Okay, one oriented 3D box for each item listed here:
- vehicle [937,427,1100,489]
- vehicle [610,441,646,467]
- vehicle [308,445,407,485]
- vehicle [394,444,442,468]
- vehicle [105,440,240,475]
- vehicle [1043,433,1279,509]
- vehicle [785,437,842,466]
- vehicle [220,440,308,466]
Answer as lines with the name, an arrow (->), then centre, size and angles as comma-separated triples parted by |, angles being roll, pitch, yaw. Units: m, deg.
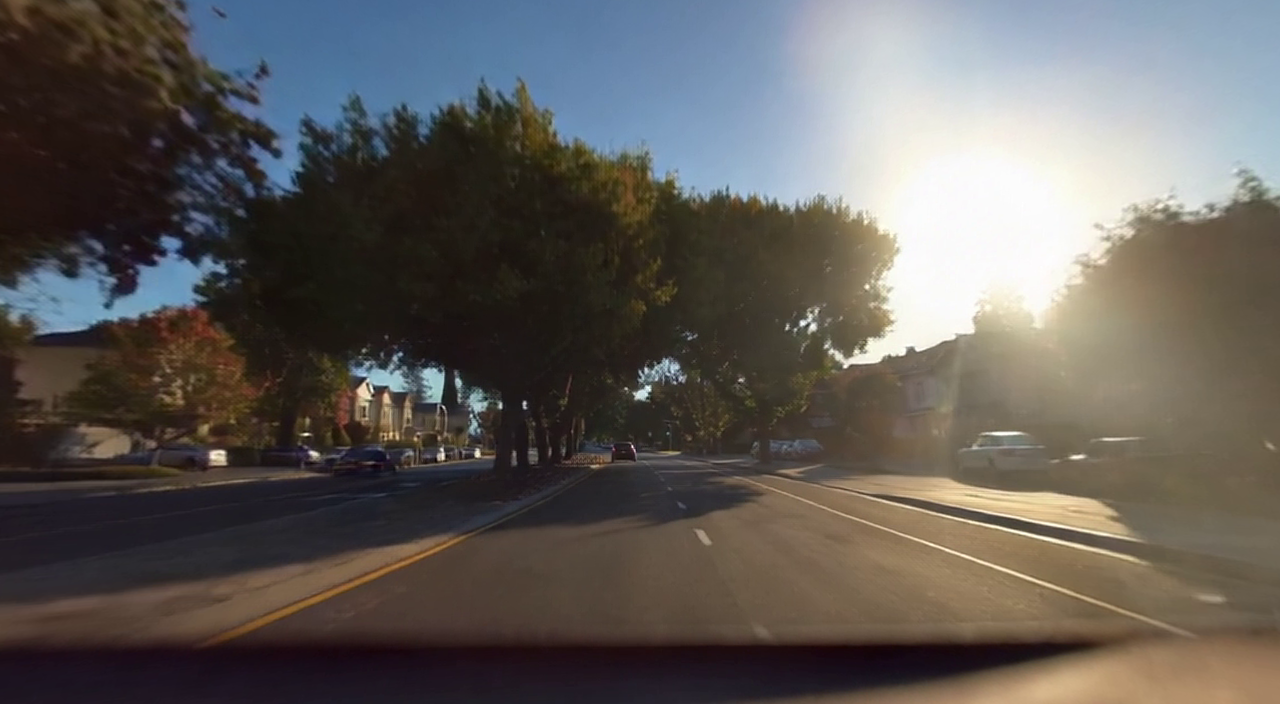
vehicle -> 11.562, 3.275, 19.767 | 2.156, 1.689, 4.774 | 0, -9, 1
vehicle -> -0.761, 6.252, 38.805 | 2.113, 1.462, 4.203 | 0, -9, -2
vehicle -> -11.119, 4.437, 25.181 | 1.910, 1.431, 4.426 | 0, -9, 0
vehicle -> -15.632, 7.332, 44.568 | 1.884, 1.540, 3.927 | 0, -9, 0
vehicle -> -21.012, 4.745, 28.443 | 4.547, 1.484, 1.914 | 0, -9, 0
vehicle -> 11.620, 2.622, 14.377 | 1.838, 1.443, 4.563 | 0, -9, 0
vehicle -> 11.210, 6.457, 41.056 | 2.147, 1.767, 5.125 | 0, -9, -1
vehicle -> -23.512, 6.336, 39.497 | 4.184, 1.528, 1.990 | 0, -9, -3
